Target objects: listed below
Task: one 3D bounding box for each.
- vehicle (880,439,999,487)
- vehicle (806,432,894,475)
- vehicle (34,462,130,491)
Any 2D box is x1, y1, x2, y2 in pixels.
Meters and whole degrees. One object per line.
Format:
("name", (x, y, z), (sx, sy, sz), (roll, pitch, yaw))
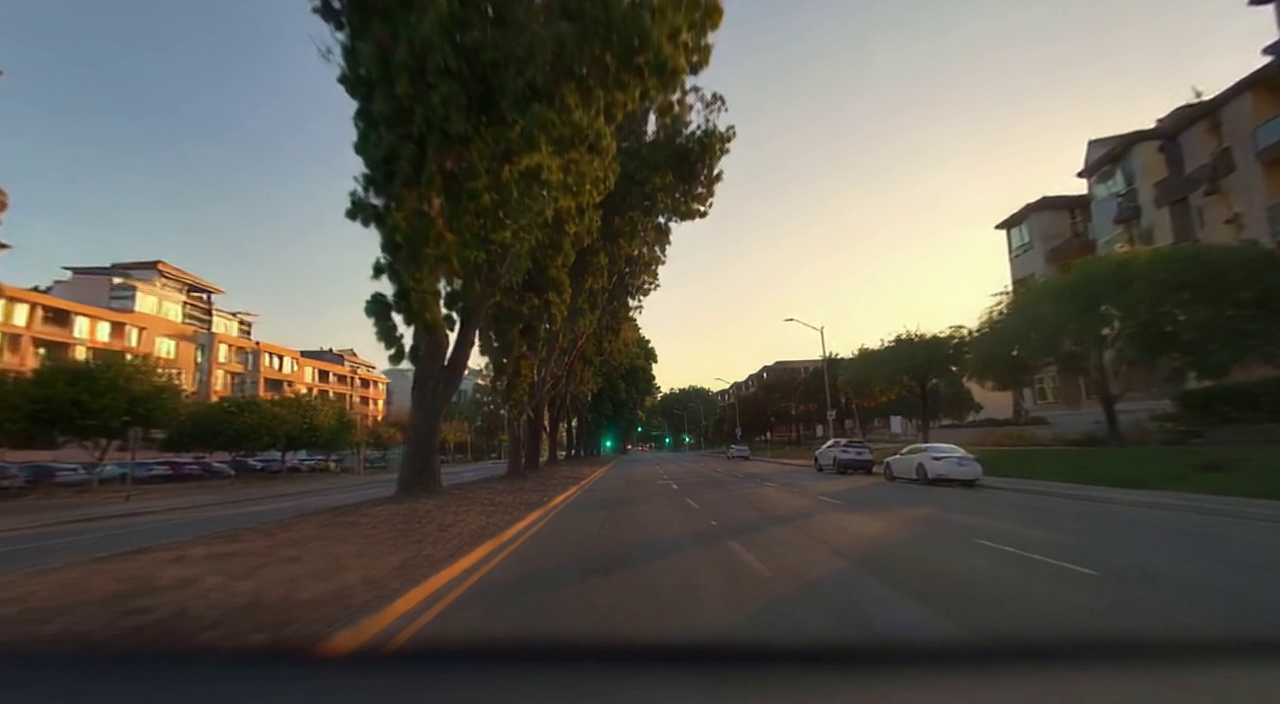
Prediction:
("vehicle", (10.100, 3.762, 21.761), (1.964, 1.477, 4.459), (0, -9, 0))
("vehicle", (9.860, 4.814, 30.201), (2.272, 1.843, 4.913), (1, -9, -3))
("vehicle", (-32.843, 7.315, 37.244), (3.802, 1.590, 1.968), (-1, -9, 3))
